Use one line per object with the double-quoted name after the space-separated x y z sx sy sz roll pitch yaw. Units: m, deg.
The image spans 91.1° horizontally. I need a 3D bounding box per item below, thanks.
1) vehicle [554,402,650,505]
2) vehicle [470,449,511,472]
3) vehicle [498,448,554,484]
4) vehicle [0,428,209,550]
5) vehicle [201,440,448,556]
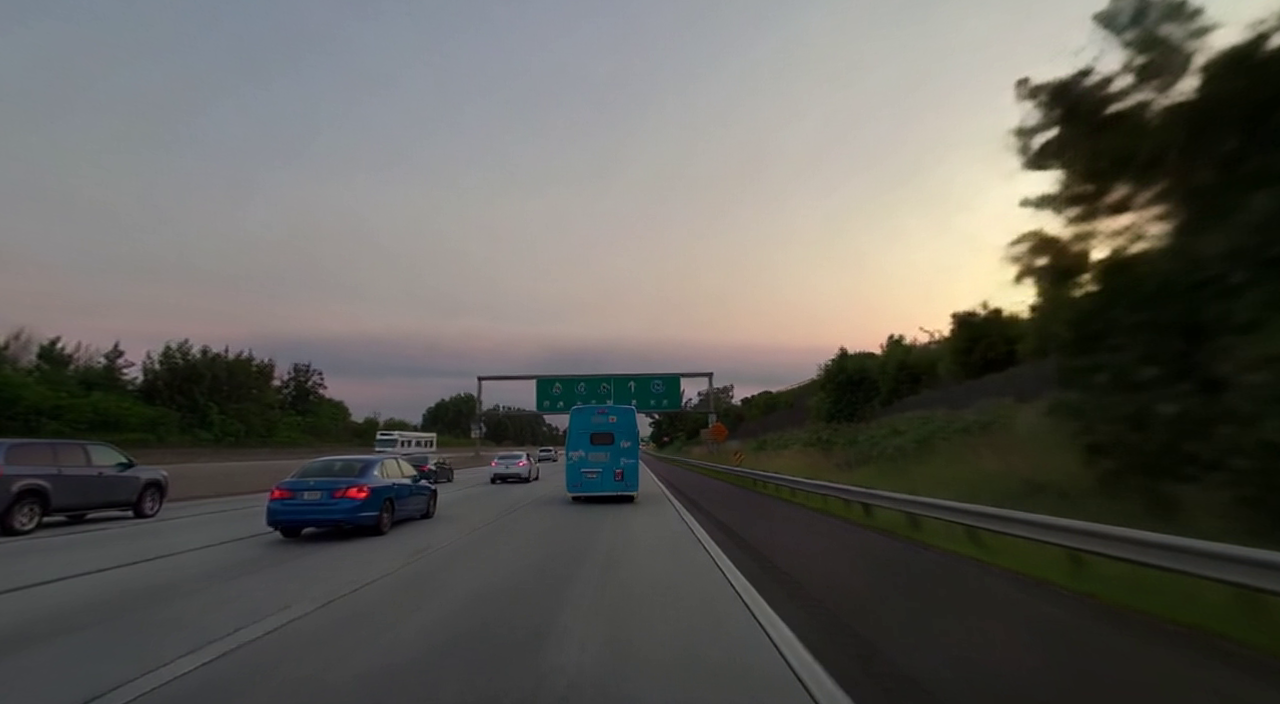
-1.008 2.945 18.443 2.394 2.556 5.232 0 -9 -1 "vehicle"
-10.133 7.404 42.920 1.886 1.462 4.084 0 -9 -1 "vehicle"
-5.017 5.041 28.123 1.872 1.480 3.545 0 -9 -1 "vehicle"
-9.627 2.147 10.365 2.010 1.621 4.252 0 -9 0 "vehicle"
-4.641 2.175 10.074 1.876 1.438 4.072 0 -9 -1 "vehicle"
